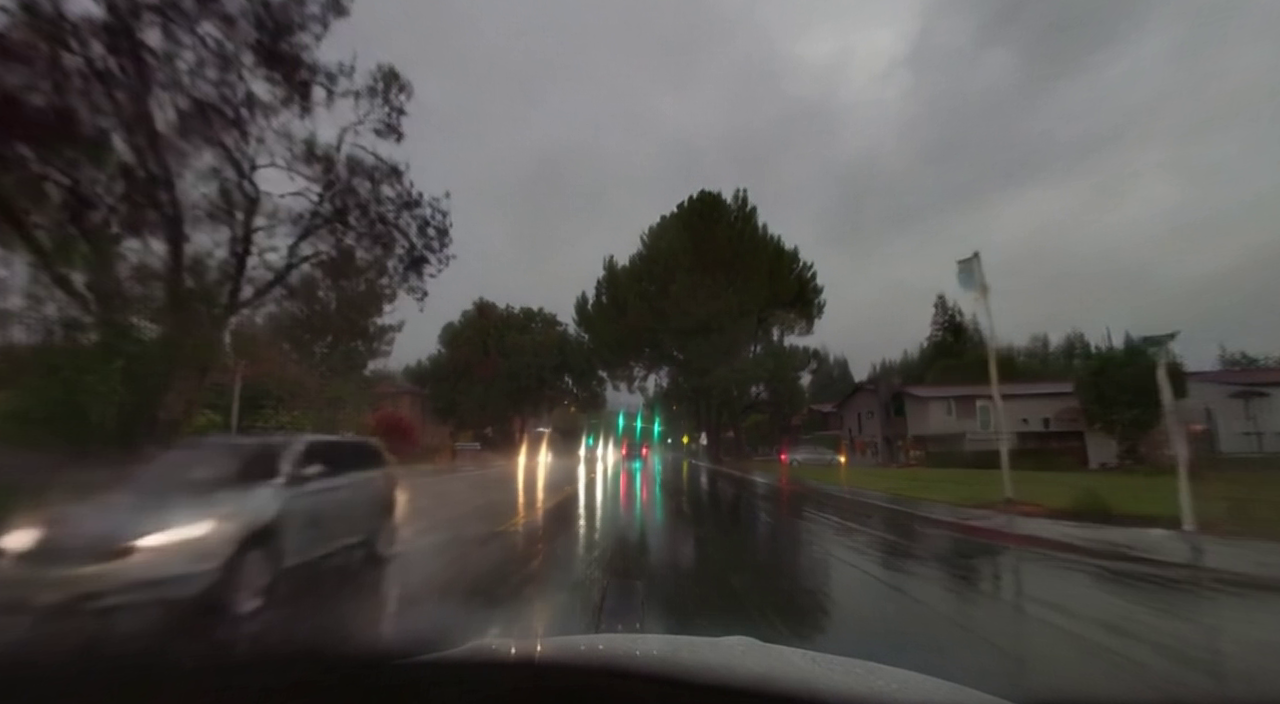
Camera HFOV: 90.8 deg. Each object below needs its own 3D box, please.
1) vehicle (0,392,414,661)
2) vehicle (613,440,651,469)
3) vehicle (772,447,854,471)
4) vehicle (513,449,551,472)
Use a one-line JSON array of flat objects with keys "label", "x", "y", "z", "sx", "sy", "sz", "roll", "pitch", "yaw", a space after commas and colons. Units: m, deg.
[{"label": "vehicle", "x": -4.012, "y": 1.457, "z": 6.275, "sx": 1.955, "sy": 1.723, "sz": 4.287, "roll": 0, "pitch": -9, "yaw": -1}, {"label": "vehicle", "x": -0.474, "y": 7.398, "z": 45.591, "sx": 2.554, "sy": 1.902, "sz": 5.329, "roll": 0, "pitch": -9, "yaw": 1}, {"label": "vehicle", "x": 11.100, "y": 6.887, "z": 40.818, "sx": 4.697, "sy": 1.462, "sz": 1.881, "roll": 0, "pitch": -8, "yaw": -2}, {"label": "vehicle", "x": -7.502, "y": 7.538, "z": 44.046, "sx": 1.961, "sy": 1.510, "sz": 3.827, "roll": 0, "pitch": -9, "yaw": 0}]
